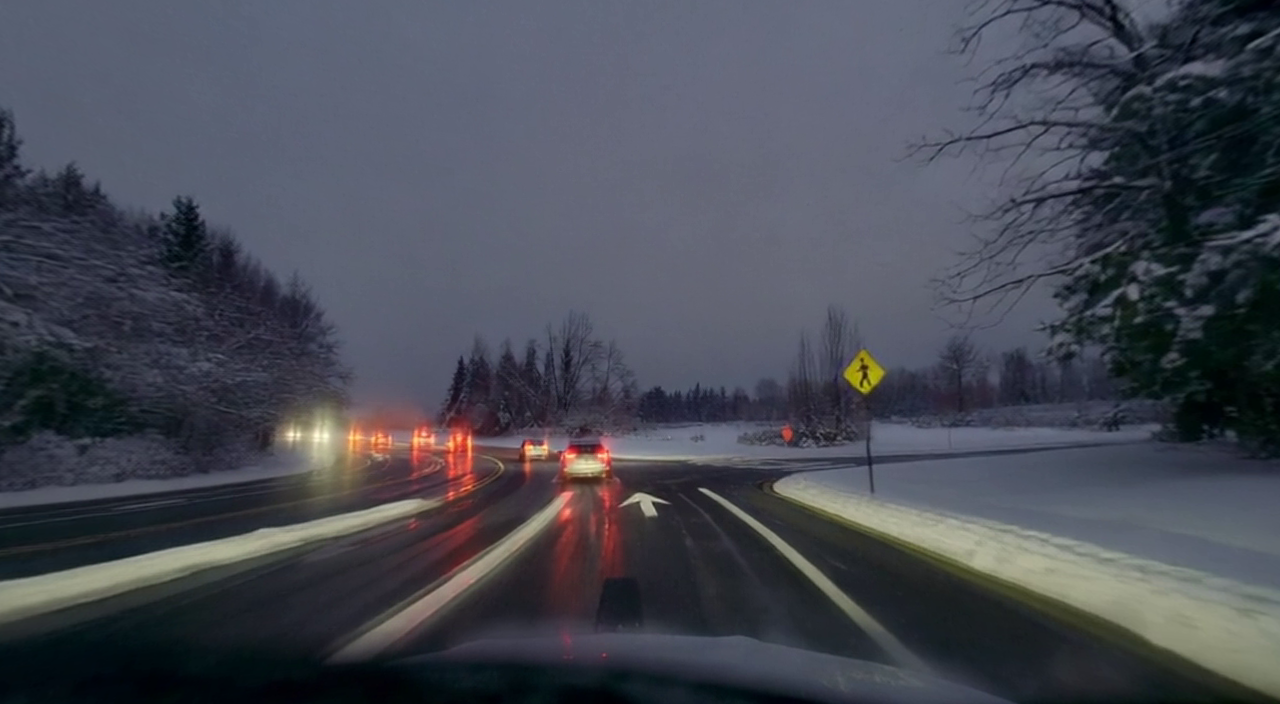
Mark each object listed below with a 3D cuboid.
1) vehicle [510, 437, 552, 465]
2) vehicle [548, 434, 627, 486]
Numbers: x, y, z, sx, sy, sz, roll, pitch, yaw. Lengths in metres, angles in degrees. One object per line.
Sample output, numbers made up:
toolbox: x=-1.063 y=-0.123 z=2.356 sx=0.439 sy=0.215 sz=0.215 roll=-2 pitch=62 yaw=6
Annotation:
vehicle: x=-6.502 y=5.841 z=37.307 sx=2.080 sy=1.530 sz=3.719 roll=2 pitch=-9 yaw=-14
vehicle: x=-1.844 y=3.518 z=20.734 sx=2.296 sy=1.510 sz=4.068 roll=1 pitch=-9 yaw=-9
